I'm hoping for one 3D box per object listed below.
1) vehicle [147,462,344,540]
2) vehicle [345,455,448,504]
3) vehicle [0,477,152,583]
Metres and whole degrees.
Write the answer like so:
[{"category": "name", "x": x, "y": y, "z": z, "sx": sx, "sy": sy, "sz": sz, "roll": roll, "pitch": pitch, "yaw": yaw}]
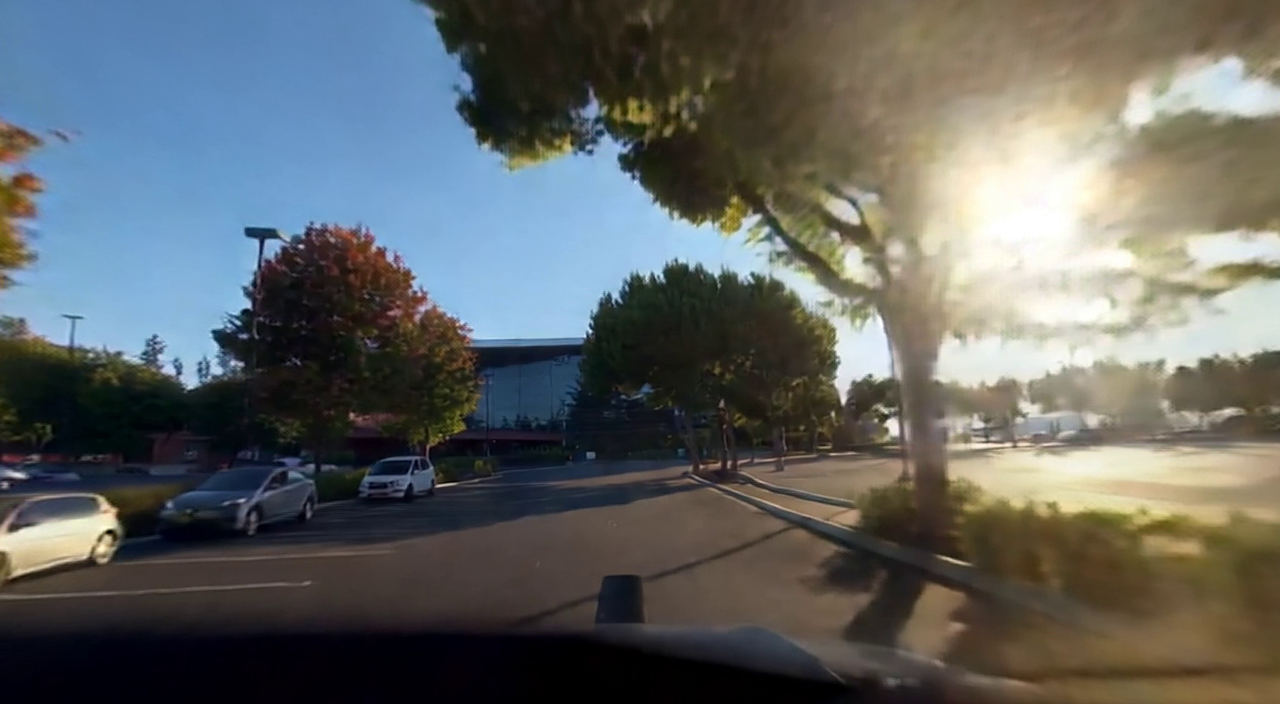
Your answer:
[{"category": "vehicle", "x": -9.372, "y": 3.533, "z": 15.587, "sx": 2.038, "sy": 1.525, "sz": 4.383, "roll": 0, "pitch": -9, "yaw": 0}, {"category": "vehicle", "x": -9.800, "y": 5.140, "z": 25.945, "sx": 2.360, "sy": 1.741, "sz": 4.912, "roll": 0, "pitch": -9, "yaw": -2}, {"category": "vehicle", "x": -9.549, "y": 2.694, "z": 9.313, "sx": 1.938, "sy": 1.191, "sz": 3.630, "roll": -6, "pitch": -7, "yaw": -2}]
